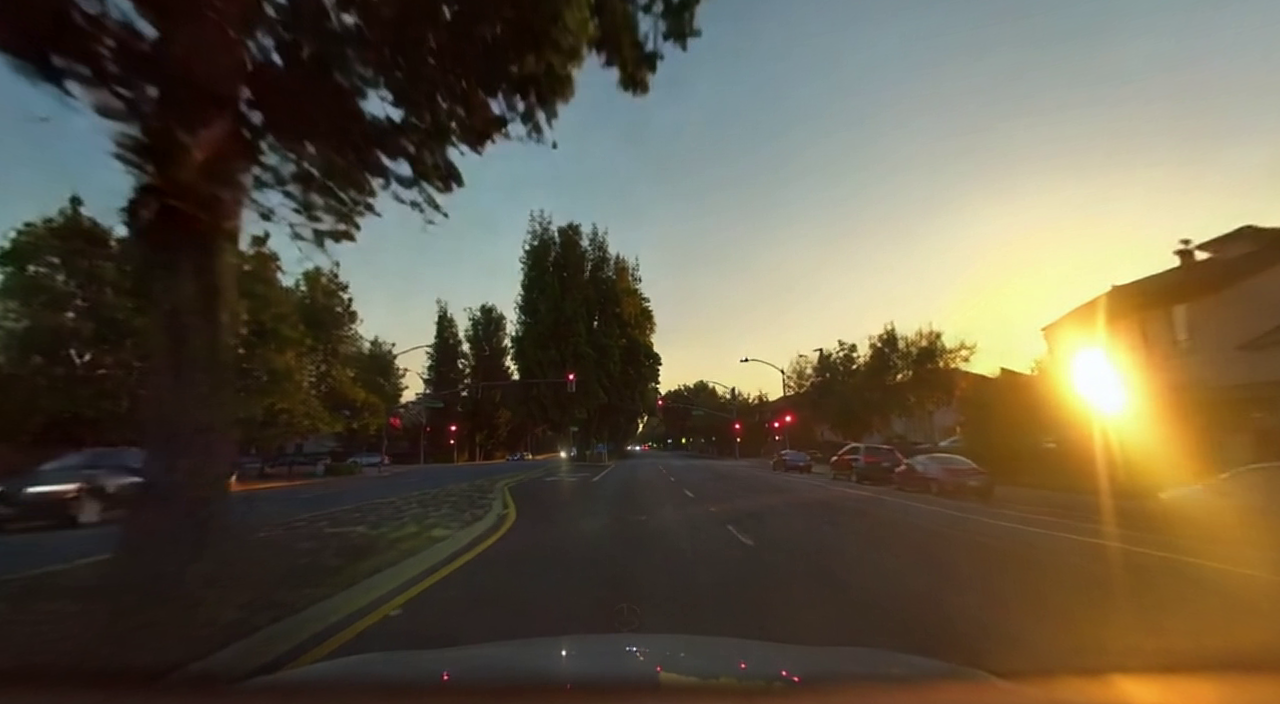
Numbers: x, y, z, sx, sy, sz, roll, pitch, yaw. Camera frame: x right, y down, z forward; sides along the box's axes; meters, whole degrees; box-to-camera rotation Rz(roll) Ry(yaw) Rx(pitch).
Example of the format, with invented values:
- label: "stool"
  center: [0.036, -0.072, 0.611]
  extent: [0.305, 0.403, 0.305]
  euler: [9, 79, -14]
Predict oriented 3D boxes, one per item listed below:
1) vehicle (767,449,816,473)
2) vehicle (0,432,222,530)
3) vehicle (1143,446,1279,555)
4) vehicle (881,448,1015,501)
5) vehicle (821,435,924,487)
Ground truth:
- label: "vehicle"
  center: [9.844, 7.085, 41.374]
  extent: [1.918, 1.483, 4.813]
  euler: [0, -9, -1]
- label: "vehicle"
  center: [-11.513, 2.667, 13.650]
  extent: [1.940, 1.740, 4.356]
  euler: [0, -9, 0]
- label: "vehicle"
  center: [9.853, 2.055, 8.762]
  extent: [1.991, 1.490, 4.470]
  euler: [0, -9, -1]
- label: "vehicle"
  center: [9.779, 3.883, 20.562]
  extent: [1.931, 1.473, 4.742]
  euler: [0, -9, 0]
- label: "vehicle"
  center: [9.817, 4.647, 27.339]
  extent: [2.245, 1.983, 5.433]
  euler: [0, -9, -2]
